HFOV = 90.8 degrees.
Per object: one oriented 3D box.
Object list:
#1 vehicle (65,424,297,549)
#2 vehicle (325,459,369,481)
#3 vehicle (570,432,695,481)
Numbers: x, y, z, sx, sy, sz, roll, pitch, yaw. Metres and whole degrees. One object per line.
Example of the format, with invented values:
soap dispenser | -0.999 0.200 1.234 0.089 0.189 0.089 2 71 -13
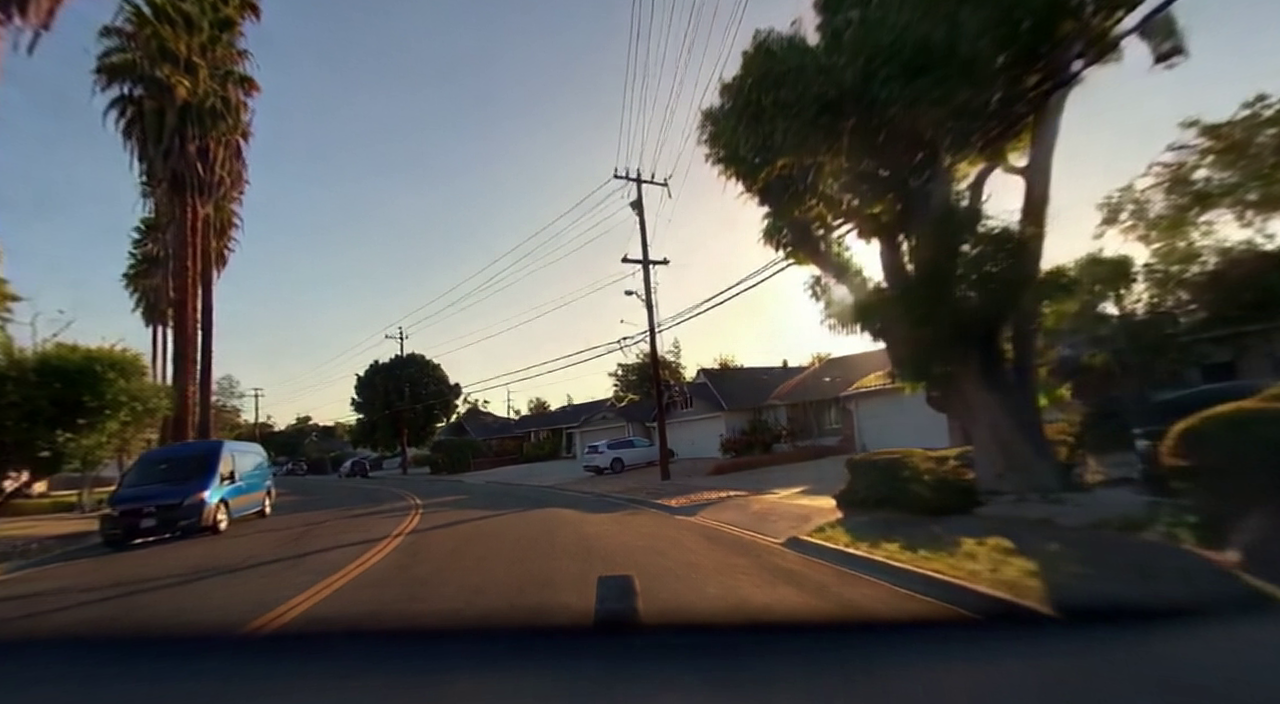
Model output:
vehicle | -10.129 2.995 14.788 2.552 2.134 6.076 -1 -9 -18
vehicle | -22.642 9.064 48.743 1.870 1.490 3.802 8 -11 -42
vehicle | -0.297 4.697 28.676 5.102 2.040 2.472 5 -9 -30
